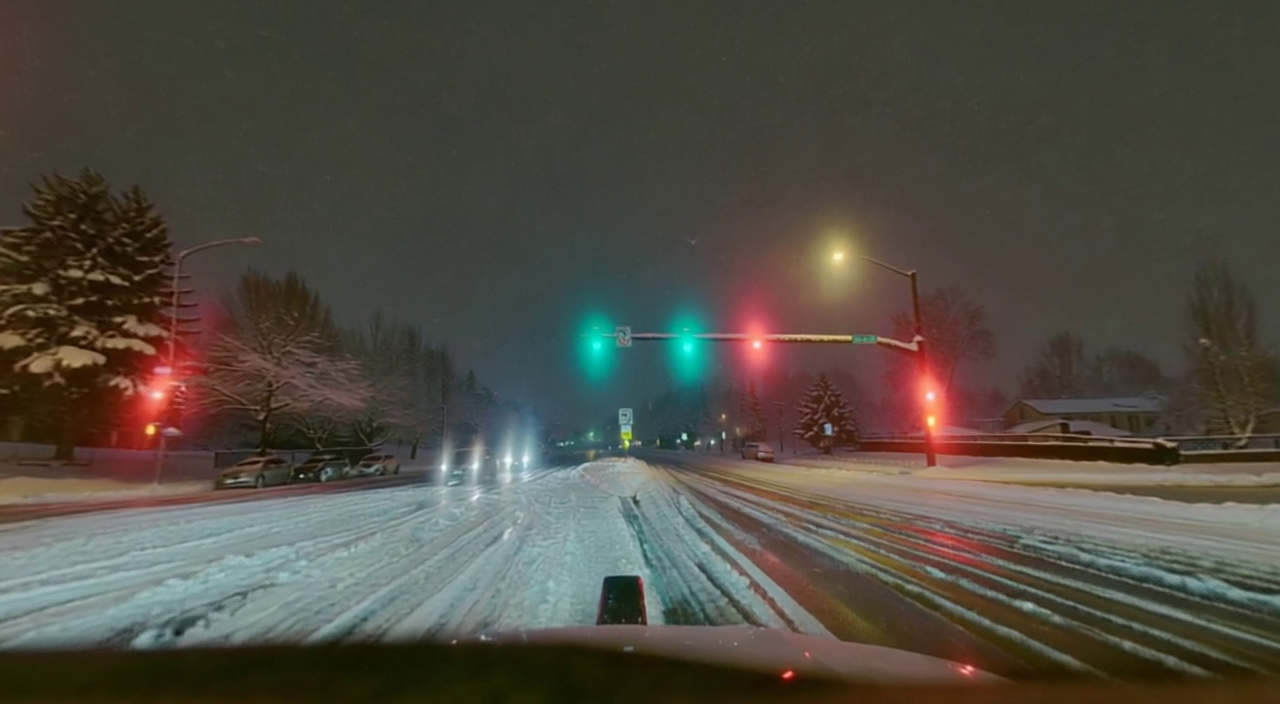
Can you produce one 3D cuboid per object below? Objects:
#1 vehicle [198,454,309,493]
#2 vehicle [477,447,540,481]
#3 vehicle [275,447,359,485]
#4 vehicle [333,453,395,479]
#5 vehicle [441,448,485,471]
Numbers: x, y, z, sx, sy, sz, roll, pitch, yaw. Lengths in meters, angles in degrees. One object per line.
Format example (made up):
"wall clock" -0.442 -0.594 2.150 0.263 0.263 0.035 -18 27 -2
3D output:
"vehicle" -16.793 5.255 27.597 2.055 1.506 4.663 0 -9 -3
"vehicle" -6.204 5.317 30.226 2.154 1.501 4.416 0 -9 -1
"vehicle" -17.039 5.997 33.479 1.960 1.819 5.018 0 -9 -2
"vehicle" -17.105 7.042 39.113 1.804 1.486 4.625 0 -9 -1
"vehicle" -14.014 8.486 49.984 2.126 1.709 5.095 0 -9 -1
